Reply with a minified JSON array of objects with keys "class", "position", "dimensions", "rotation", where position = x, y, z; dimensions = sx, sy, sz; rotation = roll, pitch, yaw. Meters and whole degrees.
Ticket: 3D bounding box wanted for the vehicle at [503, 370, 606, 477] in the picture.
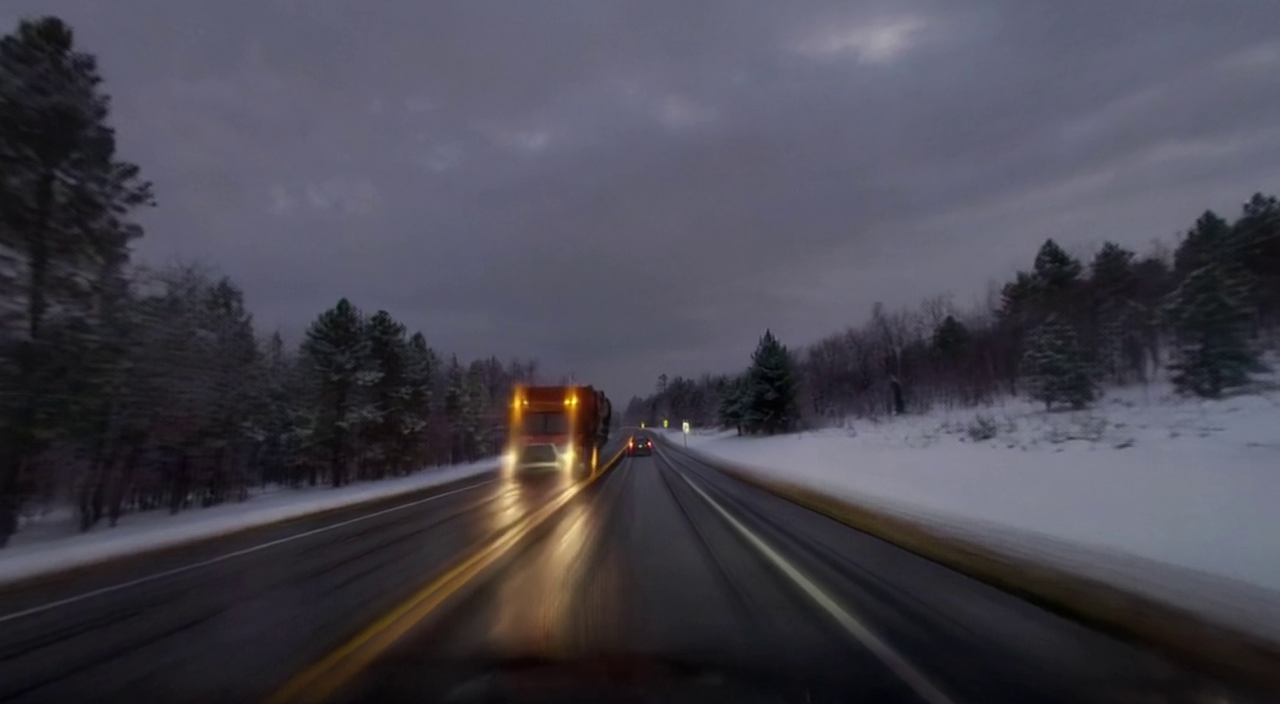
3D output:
[{"class":"vehicle","position":[-3.517,3.461,29.371],"dimensions":[3.048,4.005,11.290],"rotation":[0,-8,1]}]
